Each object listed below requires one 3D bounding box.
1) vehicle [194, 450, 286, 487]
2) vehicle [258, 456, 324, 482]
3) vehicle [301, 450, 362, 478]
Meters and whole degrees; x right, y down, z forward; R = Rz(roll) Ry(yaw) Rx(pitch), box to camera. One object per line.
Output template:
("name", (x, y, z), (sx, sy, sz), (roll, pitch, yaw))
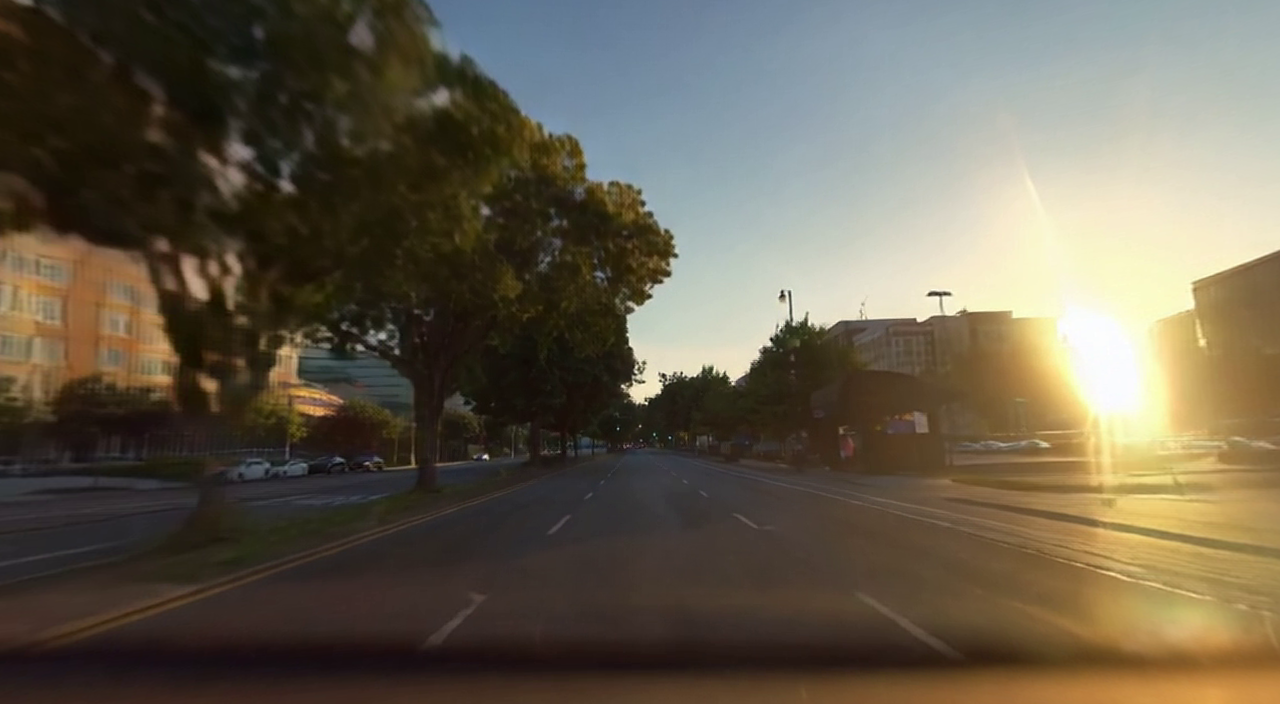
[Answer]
("vehicle", (-21.963, 6.376, 34.979), (1.922, 1.821, 4.729), (0, -8, 1))
("vehicle", (-22.022, 7.355, 40.078), (1.897, 1.462, 4.278), (0, -8, -2))
("vehicle", (-22.222, 8.061, 45.721), (2.043, 1.816, 4.776), (0, -8, -1))
